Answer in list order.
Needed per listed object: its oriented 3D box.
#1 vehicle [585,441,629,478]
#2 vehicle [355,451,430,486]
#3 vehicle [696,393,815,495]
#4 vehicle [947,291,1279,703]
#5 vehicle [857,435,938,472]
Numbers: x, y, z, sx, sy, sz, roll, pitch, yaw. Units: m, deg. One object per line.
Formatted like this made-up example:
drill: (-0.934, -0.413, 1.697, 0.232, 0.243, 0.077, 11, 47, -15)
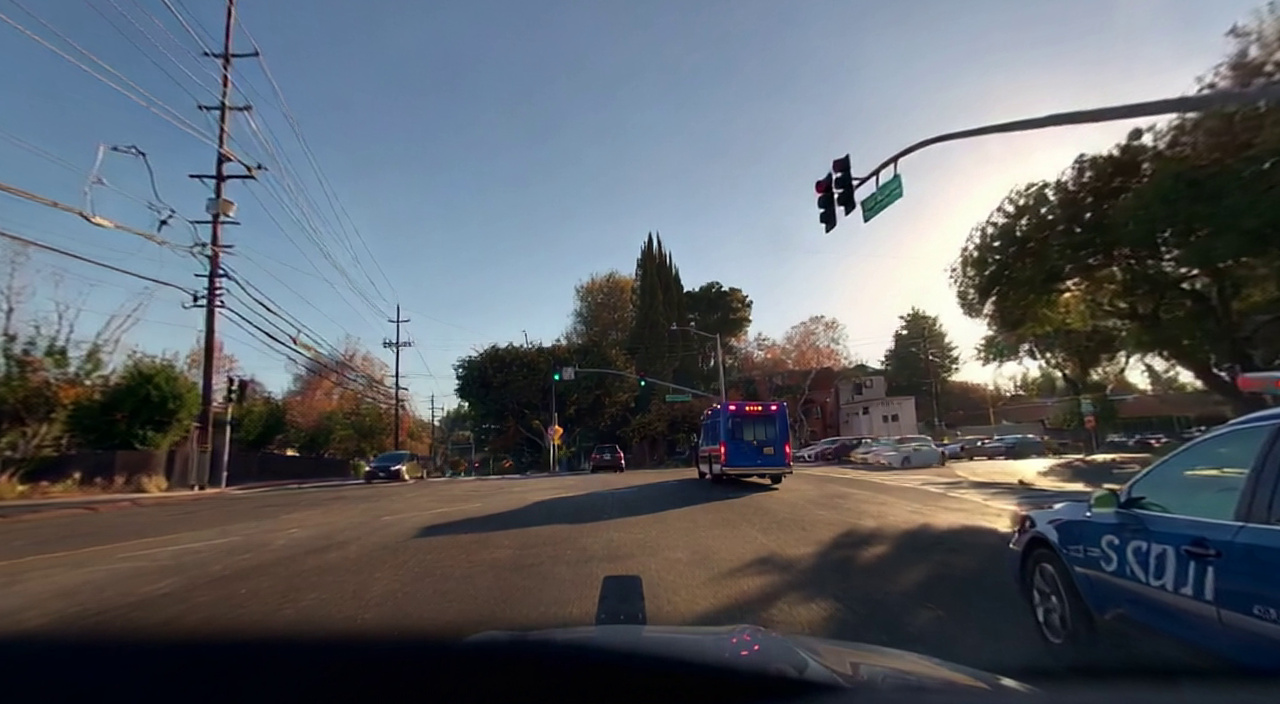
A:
vehicle: (-1.727, 5.381, 31.930, 2.114, 1.707, 3.725, 0, -8, -5)
vehicle: (-11.681, 5.481, 30.160, 2.053, 1.474, 4.489, 0, -8, -4)
vehicle: (3.298, 2.827, 19.505, 2.406, 2.687, 5.521, 0, -8, -2)
vehicle: (3.669, 0.787, 2.941, 2.194, 1.922, 4.822, -1, -8, 3)
vehicle: (12.076, 4.695, 29.554, 3.936, 1.594, 1.860, 7, -11, -41)
